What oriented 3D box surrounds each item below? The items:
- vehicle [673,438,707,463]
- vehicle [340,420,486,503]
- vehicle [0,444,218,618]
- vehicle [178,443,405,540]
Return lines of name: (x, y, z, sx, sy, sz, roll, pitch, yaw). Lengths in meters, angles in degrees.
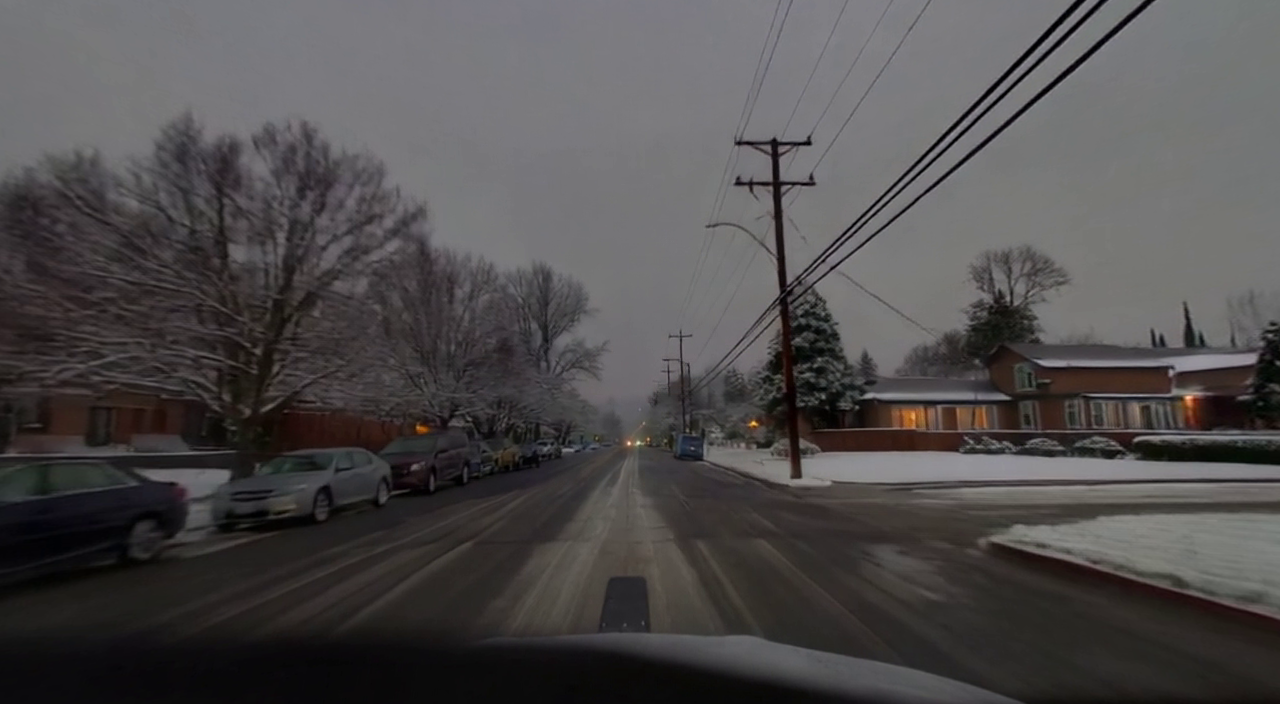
vehicle: (3.647, 7.258, 46.505, 2.138, 1.766, 5.129, 0, -8, 0)
vehicle: (-6.328, 3.132, 18.500, 2.222, 2.022, 5.547, 0, -8, 0)
vehicle: (-6.327, 1.570, 5.719, 1.816, 1.460, 4.542, 0, -8, 0)
vehicle: (-6.227, 2.480, 12.012, 1.890, 1.453, 4.430, 0, -8, -2)
